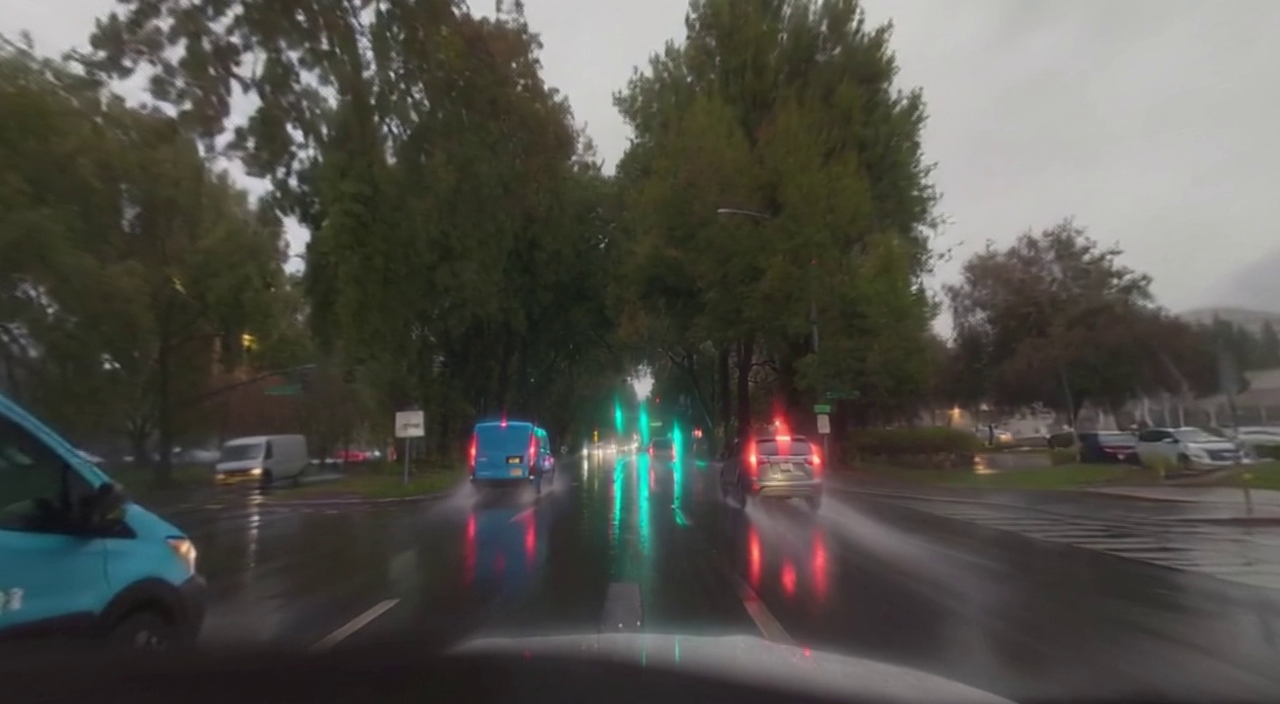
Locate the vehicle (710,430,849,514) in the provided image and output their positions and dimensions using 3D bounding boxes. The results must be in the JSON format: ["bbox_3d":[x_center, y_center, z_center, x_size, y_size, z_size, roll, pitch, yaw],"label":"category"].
[{"bbox_3d":[3.054,2.750,15.011,2.087,1.658,4.612,0,-9,-2],"label":"vehicle"}]

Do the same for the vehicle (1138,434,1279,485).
[{"bbox_3d":[18.617,3.374,20.099,4.210,1.480,1.922,1,-9,-10],"label":"vehicle"}]

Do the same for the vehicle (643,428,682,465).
[{"bbox_3d":[1.583,7.087,47.328,2.397,2.566,5.324,0,-9,-3],"label":"vehicle"}]

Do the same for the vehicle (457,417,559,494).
[{"bbox_3d":[-4.175,3.392,20.919,2.420,2.227,4.499,0,-9,-1],"label":"vehicle"}]

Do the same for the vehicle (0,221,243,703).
[{"bbox_3d":[-3.404,0.403,0.712,2.269,2.190,5.680,1,-8,-1],"label":"vehicle"}]

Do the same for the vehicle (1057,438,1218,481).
[{"bbox_3d":[18.034,3.873,23.009,4.459,1.467,2.059,2,-8,-11],"label":"vehicle"}]

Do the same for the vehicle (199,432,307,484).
[{"bbox_3d":[-23.189,6.395,38.357,2.408,2.860,6.627,0,-9,-1],"label":"vehicle"}]
